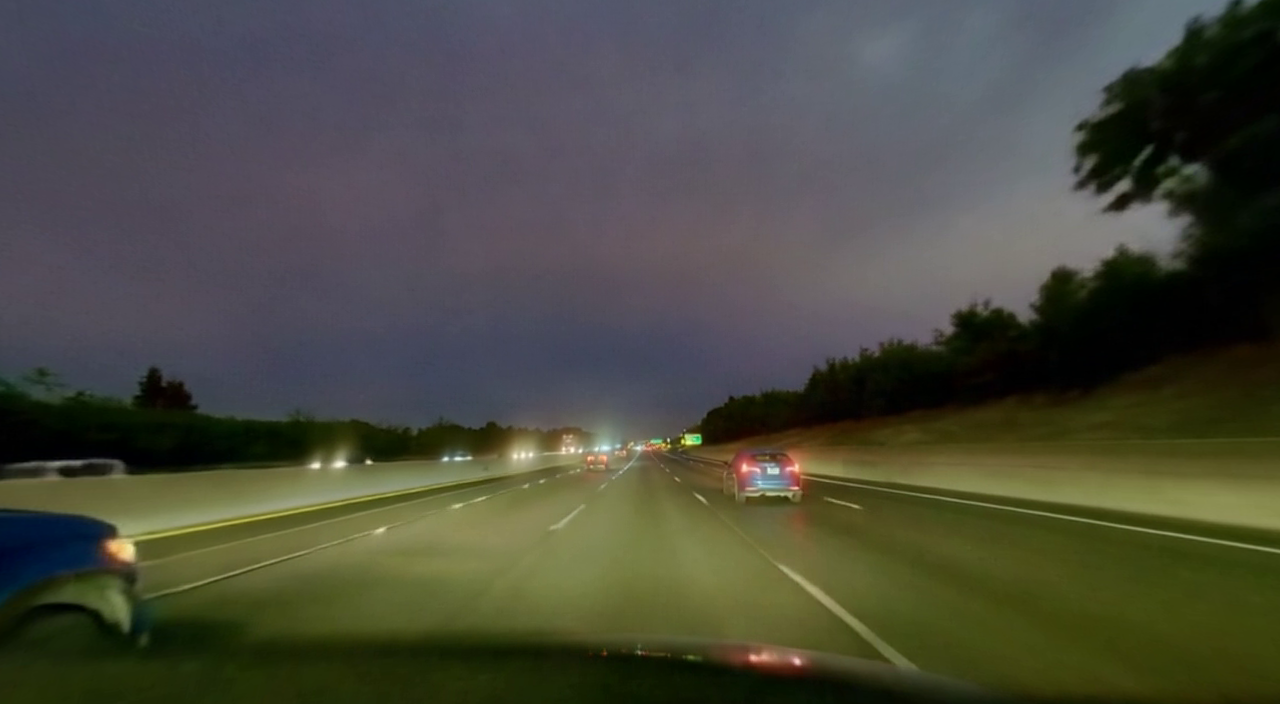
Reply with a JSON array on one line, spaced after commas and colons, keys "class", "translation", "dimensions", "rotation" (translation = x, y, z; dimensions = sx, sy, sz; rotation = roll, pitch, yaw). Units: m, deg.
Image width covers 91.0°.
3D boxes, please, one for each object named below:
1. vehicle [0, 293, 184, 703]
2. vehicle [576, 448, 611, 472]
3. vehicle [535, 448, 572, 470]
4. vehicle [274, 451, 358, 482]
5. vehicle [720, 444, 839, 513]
[{"class": "vehicle", "translation": [-3.166, 0.470, 0.562], "dimensions": [2.137, 1.756, 4.453], "rotation": [0, -9, 0]}, {"class": "vehicle", "translation": [-3.079, 7.302, 42.781], "dimensions": [2.030, 1.563, 4.389], "rotation": [0, -9, 0]}, {"class": "vehicle", "translation": [-6.598, 8.198, 48.567], "dimensions": [2.107, 1.541, 4.713], "rotation": [0, -9, 0]}, {"class": "vehicle", "translation": [-19.618, 6.897, 38.420], "dimensions": [2.302, 1.712, 5.012], "rotation": [0, -9, 2]}, {"class": "vehicle", "translation": [3.311, 3.080, 15.831], "dimensions": [1.979, 1.486, 4.125], "rotation": [0, -9, -1]}]
